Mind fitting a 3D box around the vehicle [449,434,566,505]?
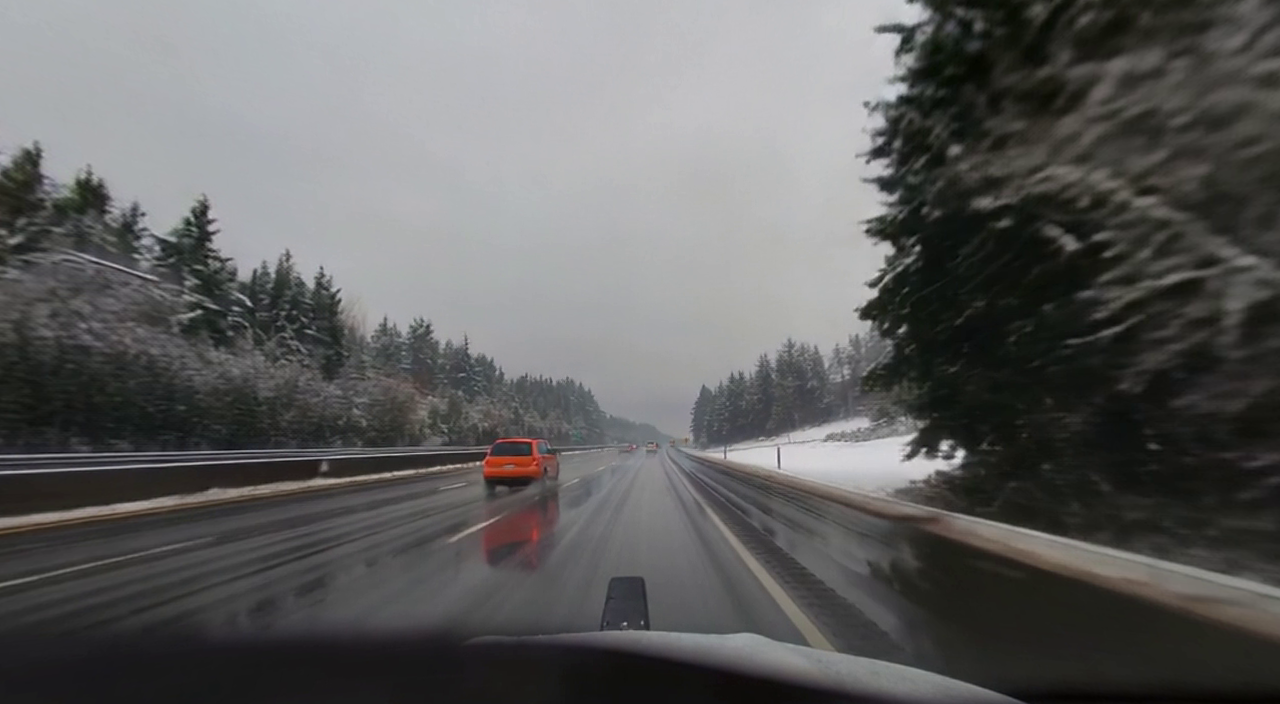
[{"bbox_3d":[-3.222,2.931,16.279,2.015,1.561,4.469,0,-8,1],"label":"vehicle"}]
